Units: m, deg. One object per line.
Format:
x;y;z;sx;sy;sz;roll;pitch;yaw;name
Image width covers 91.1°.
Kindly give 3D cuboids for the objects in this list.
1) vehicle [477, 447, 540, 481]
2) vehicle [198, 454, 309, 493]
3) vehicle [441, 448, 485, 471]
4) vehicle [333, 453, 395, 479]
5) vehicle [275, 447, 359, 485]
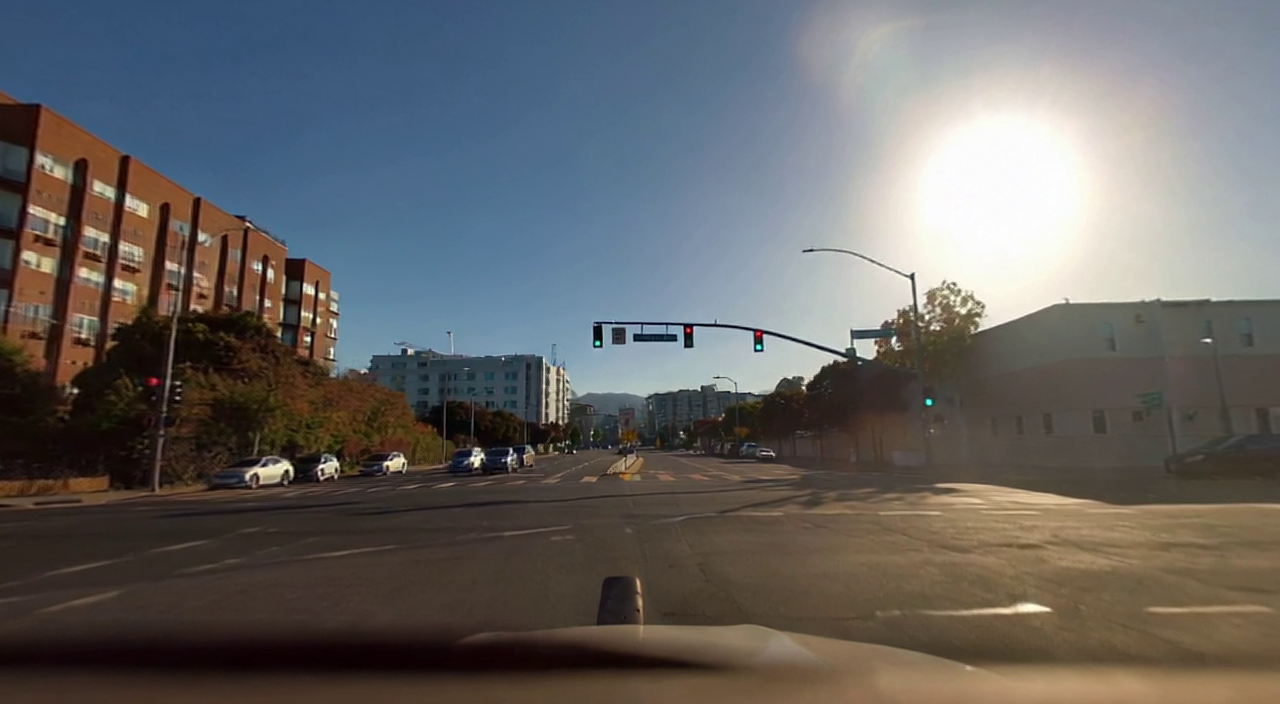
-6.204;5.317;30.226;2.154;1.501;4.416;0;-9;-1;vehicle
-16.793;5.255;27.597;2.055;1.506;4.663;0;-9;-3;vehicle
-14.014;8.486;49.984;2.126;1.709;5.095;0;-9;-1;vehicle
-17.105;7.042;39.113;1.804;1.486;4.625;0;-9;-1;vehicle
-17.039;5.997;33.479;1.960;1.819;5.018;0;-9;-2;vehicle
